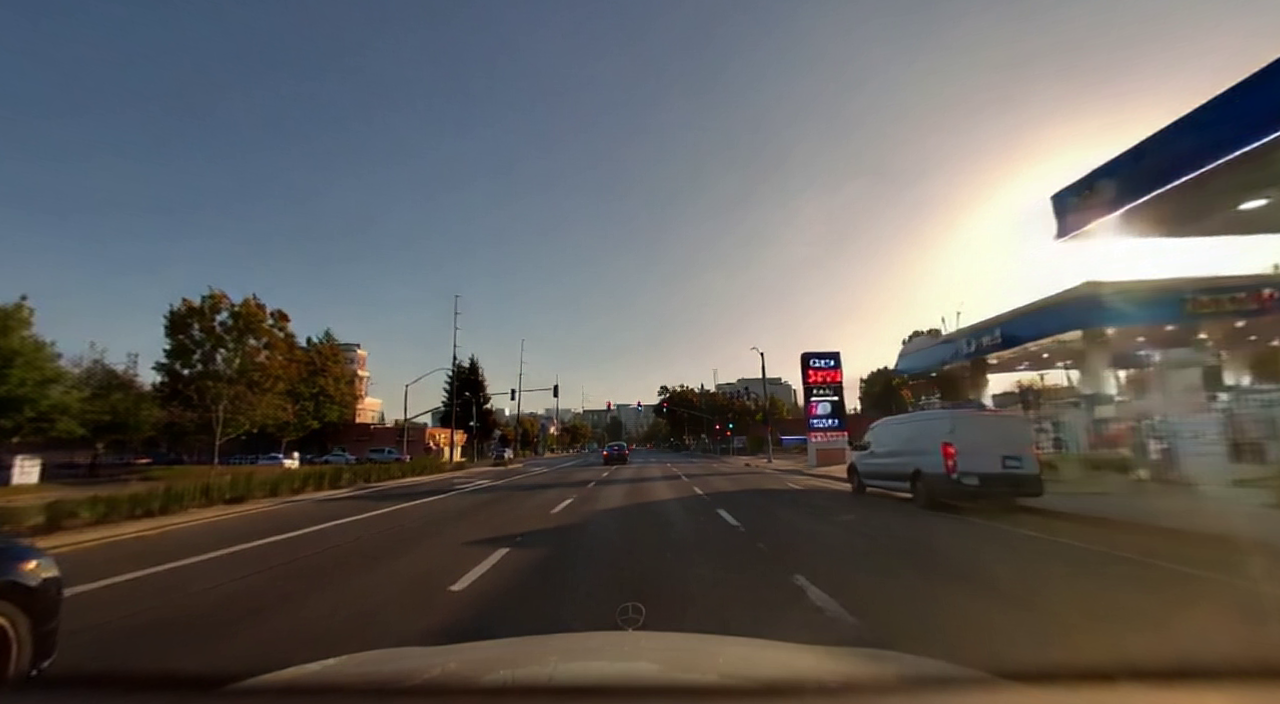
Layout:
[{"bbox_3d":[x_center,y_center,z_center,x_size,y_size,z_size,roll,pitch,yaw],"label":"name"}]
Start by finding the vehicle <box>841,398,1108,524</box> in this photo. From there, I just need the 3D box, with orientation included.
[{"bbox_3d":[7.255,2.495,15.001,2.764,2.327,6.492,0,-8,0],"label":"vehicle"}]

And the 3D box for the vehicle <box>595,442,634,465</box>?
[{"bbox_3d":[-1.673,7.014,43.673,2.082,1.460,4.442,-1,-8,6],"label":"vehicle"}]

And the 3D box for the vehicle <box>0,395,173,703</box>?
[{"bbox_3d":[-3.414,0.699,0.961,2.018,1.470,4.346,0,-8,1],"label":"vehicle"}]
